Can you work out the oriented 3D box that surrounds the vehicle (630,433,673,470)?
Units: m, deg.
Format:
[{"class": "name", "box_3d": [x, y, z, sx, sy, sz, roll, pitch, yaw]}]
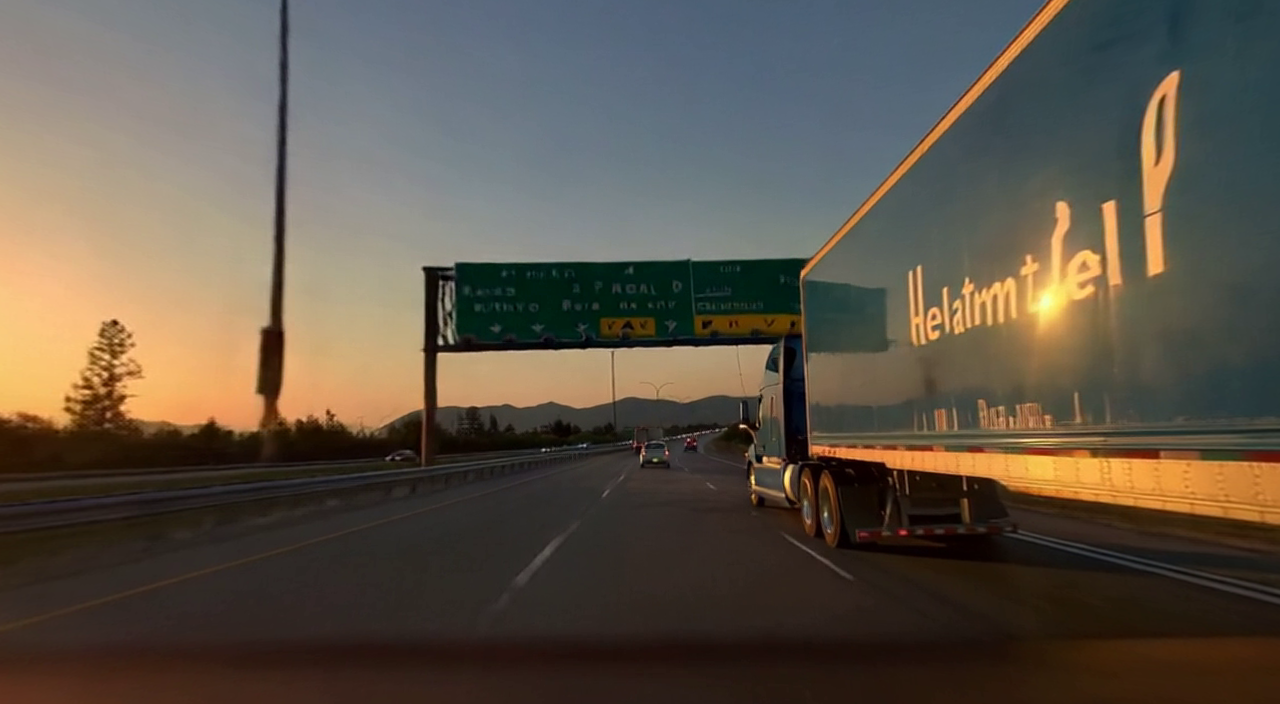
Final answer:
[{"class": "vehicle", "box_3d": [0.610, 5.407, 34.512, 2.205, 1.860, 4.301, -1, -8, 1]}]

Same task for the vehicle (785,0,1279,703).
[{"class": "vehicle", "box_3d": [4.004, -0.286, 3.142, 3.019, 4.145, 16.453, -1, -8, 1]}]
